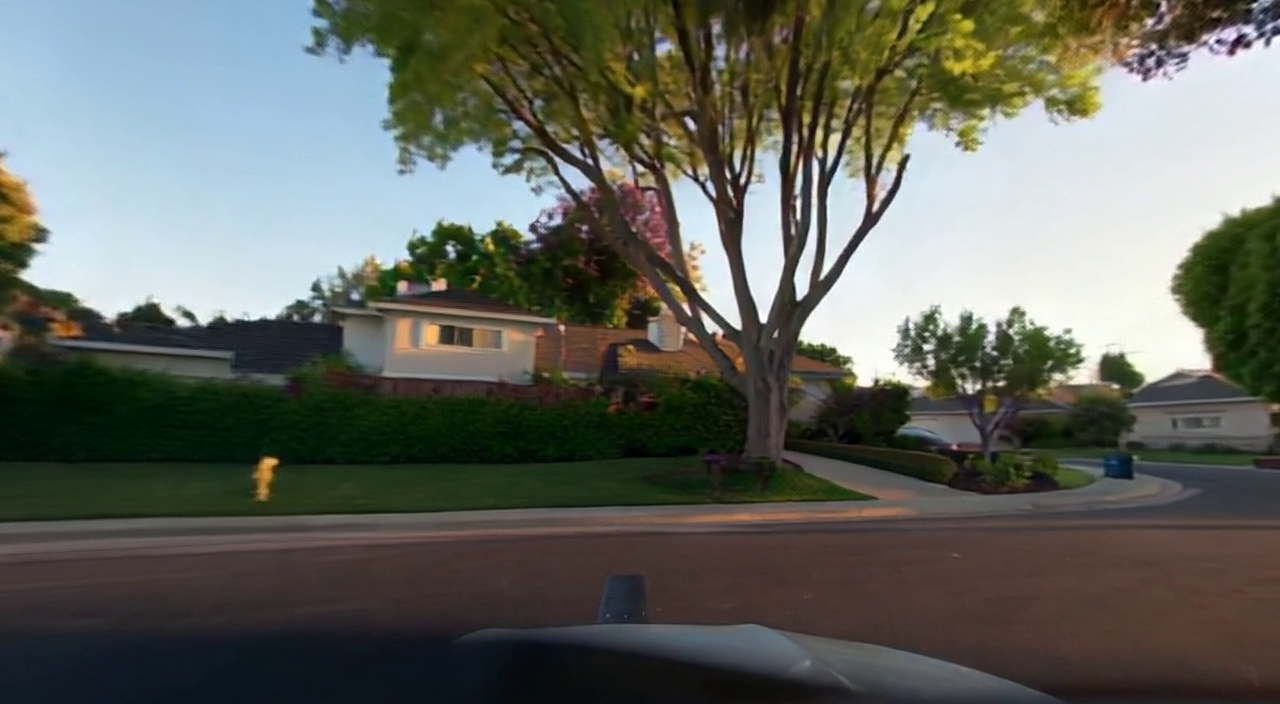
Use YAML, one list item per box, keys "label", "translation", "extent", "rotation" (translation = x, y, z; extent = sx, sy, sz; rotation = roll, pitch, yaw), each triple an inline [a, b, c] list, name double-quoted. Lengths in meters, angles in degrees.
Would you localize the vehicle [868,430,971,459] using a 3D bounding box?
- label: "vehicle"
  translation: [15.363, 5.117, 34.716]
  extent: [5.089, 1.517, 1.791]
  rotation: [2, -9, -15]
